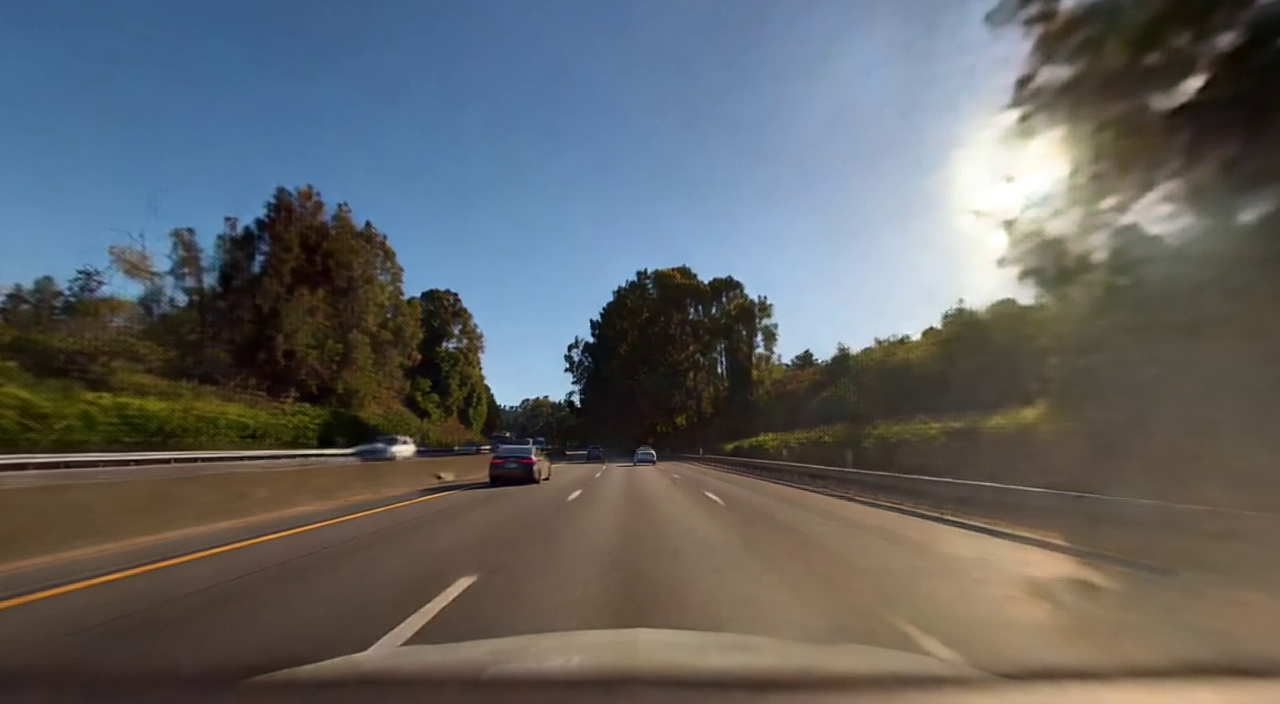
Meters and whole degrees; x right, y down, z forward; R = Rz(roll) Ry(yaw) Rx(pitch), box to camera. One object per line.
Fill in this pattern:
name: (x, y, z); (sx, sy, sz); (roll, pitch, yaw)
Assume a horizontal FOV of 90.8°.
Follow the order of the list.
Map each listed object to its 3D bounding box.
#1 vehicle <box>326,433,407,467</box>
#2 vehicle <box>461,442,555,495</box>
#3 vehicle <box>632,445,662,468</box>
vehicle: (-13.094, 4.720, 30.574); (1.932, 1.497, 4.570); (0, -9, -1)
vehicle: (-4.079, 3.661, 20.266); (2.054, 1.500, 4.469); (0, -9, 0)
vehicle: (0.477, 7.435, 45.003); (2.008, 1.499, 3.192); (0, -9, -2)
